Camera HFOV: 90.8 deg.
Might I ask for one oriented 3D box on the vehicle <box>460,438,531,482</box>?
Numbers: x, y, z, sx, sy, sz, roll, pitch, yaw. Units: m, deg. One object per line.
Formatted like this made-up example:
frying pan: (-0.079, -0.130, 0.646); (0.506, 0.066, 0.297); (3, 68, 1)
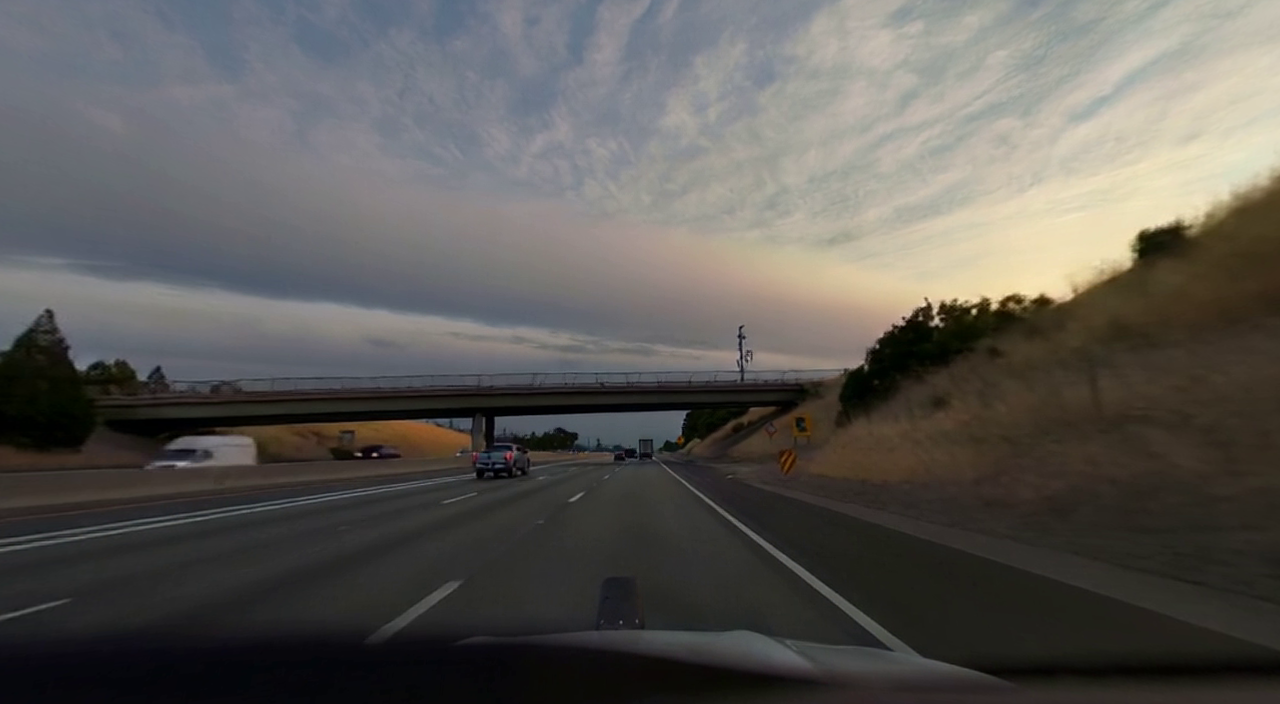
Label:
vehicle: (-6.915, 5.237, 30.812); (2.232, 1.947, 5.180); (0, -9, 0)
